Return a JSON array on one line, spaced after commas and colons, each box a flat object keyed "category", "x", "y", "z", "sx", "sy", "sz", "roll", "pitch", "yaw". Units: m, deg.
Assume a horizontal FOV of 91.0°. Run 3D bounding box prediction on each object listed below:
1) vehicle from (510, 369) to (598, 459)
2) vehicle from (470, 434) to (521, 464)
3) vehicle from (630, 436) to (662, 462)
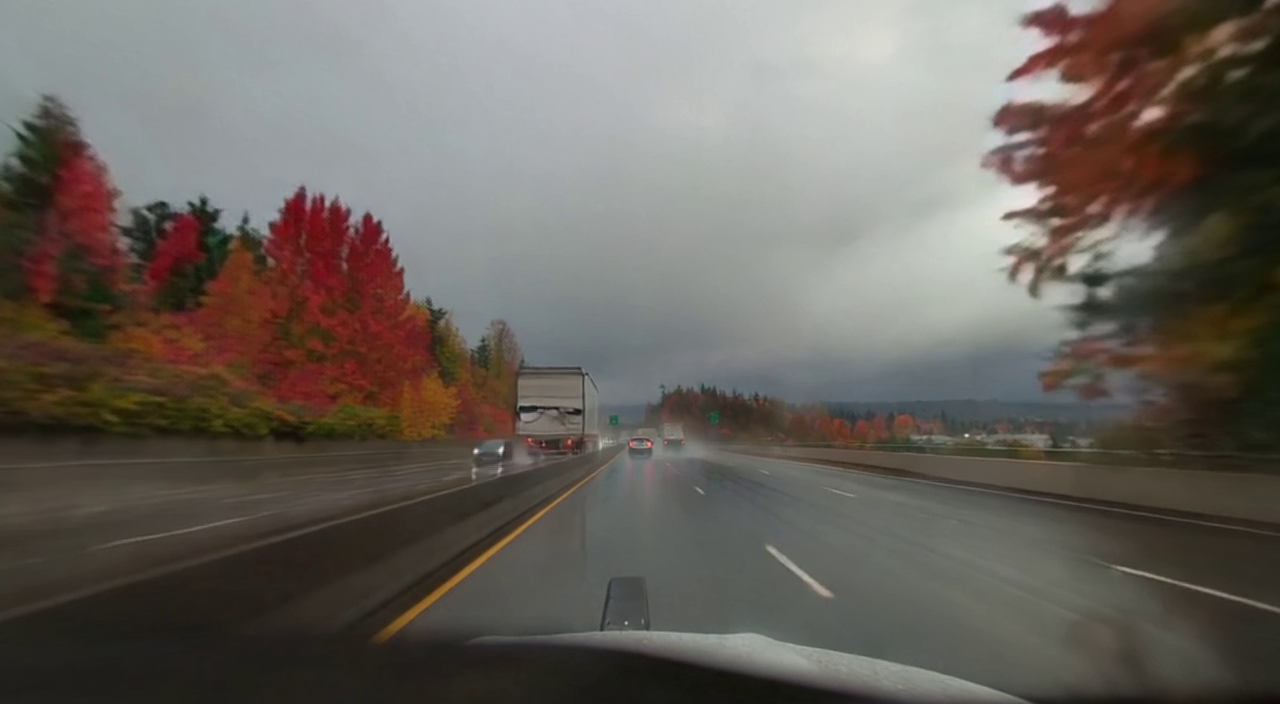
[{"category": "vehicle", "x": -4.131, "y": 3.529, "z": 33.419, "sx": 3.120, "sy": 3.936, "sz": 11.480, "roll": 0, "pitch": -8, "yaw": 0}, {"category": "vehicle", "x": -8.303, "y": 5.641, "z": 36.556, "sx": 1.974, "sy": 1.631, "sz": 4.232, "roll": 0, "pitch": -8, "yaw": 0}, {"category": "vehicle", "x": 0.339, "y": 6.113, "z": 39.706, "sx": 1.924, "sy": 1.498, "sz": 3.817, "roll": 0, "pitch": -8, "yaw": 0}]
